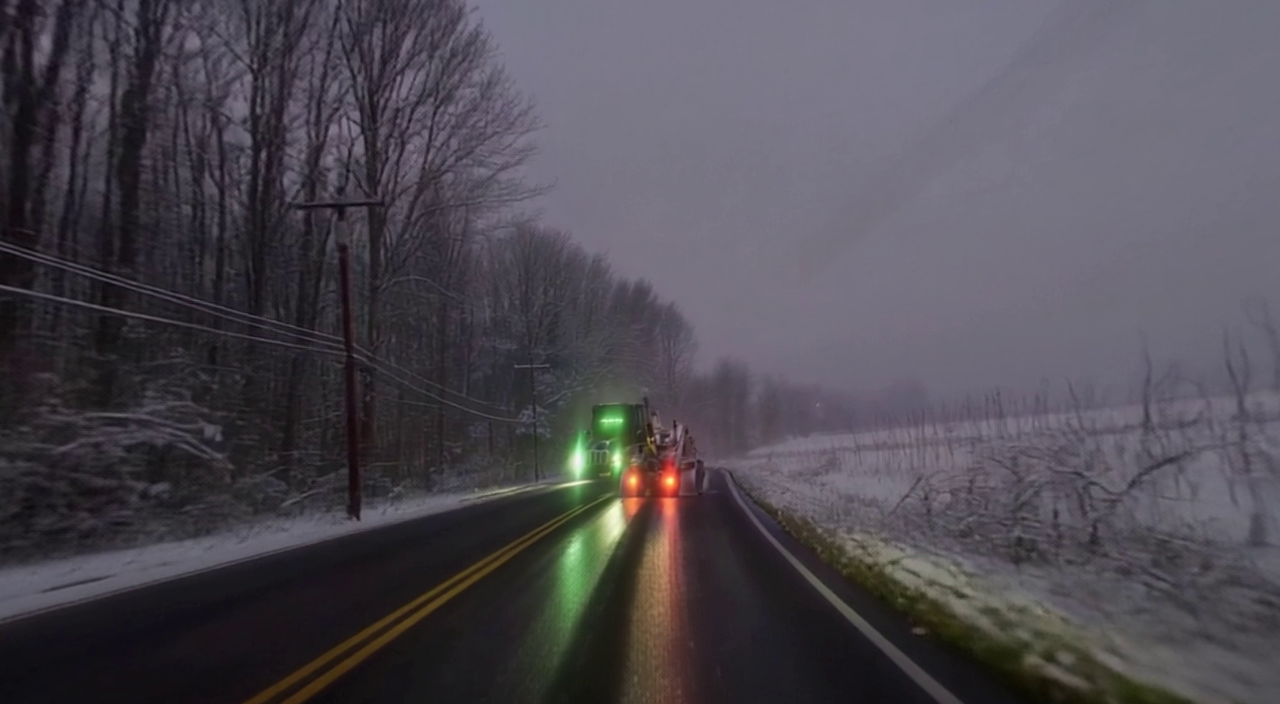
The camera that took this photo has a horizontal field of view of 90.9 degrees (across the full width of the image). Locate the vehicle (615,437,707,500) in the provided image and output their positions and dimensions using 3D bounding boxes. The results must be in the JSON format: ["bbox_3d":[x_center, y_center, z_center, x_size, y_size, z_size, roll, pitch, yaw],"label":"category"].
[{"bbox_3d":[0.625,3.106,17.226,2.196,1.465,4.294,-1,-9,4],"label":"vehicle"}]

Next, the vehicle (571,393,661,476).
[{"bbox_3d":[-1.583,5.110,37.886,4.788,4.368,6.529,3,-11,-5],"label":"vehicle"}]
